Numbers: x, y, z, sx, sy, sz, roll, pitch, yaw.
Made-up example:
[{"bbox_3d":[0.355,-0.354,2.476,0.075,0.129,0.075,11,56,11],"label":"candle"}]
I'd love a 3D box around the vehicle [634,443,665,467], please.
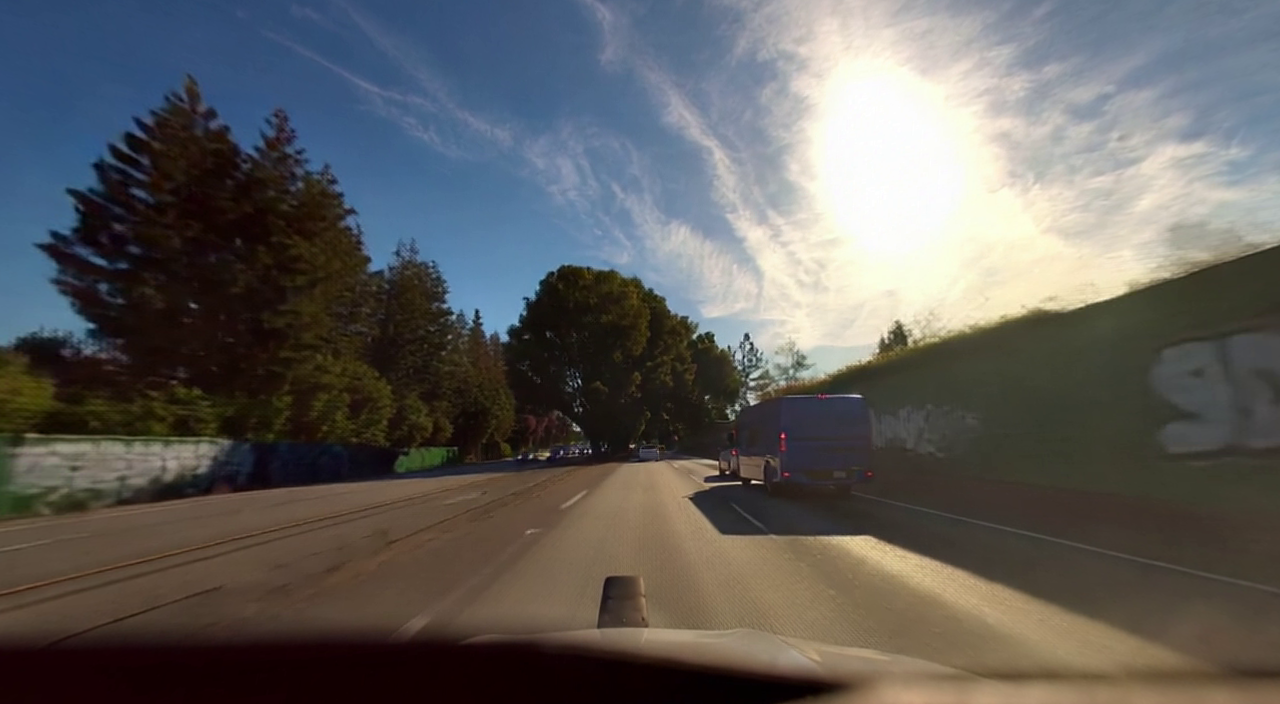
[{"bbox_3d":[0.618,6.985,42.890,2.030,1.572,4.067,0,-8,0],"label":"vehicle"}]

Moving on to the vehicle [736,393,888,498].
[{"bbox_3d":[4.891,2.884,19.533,2.712,2.659,6.992,0,-8,0],"label":"vehicle"}]
